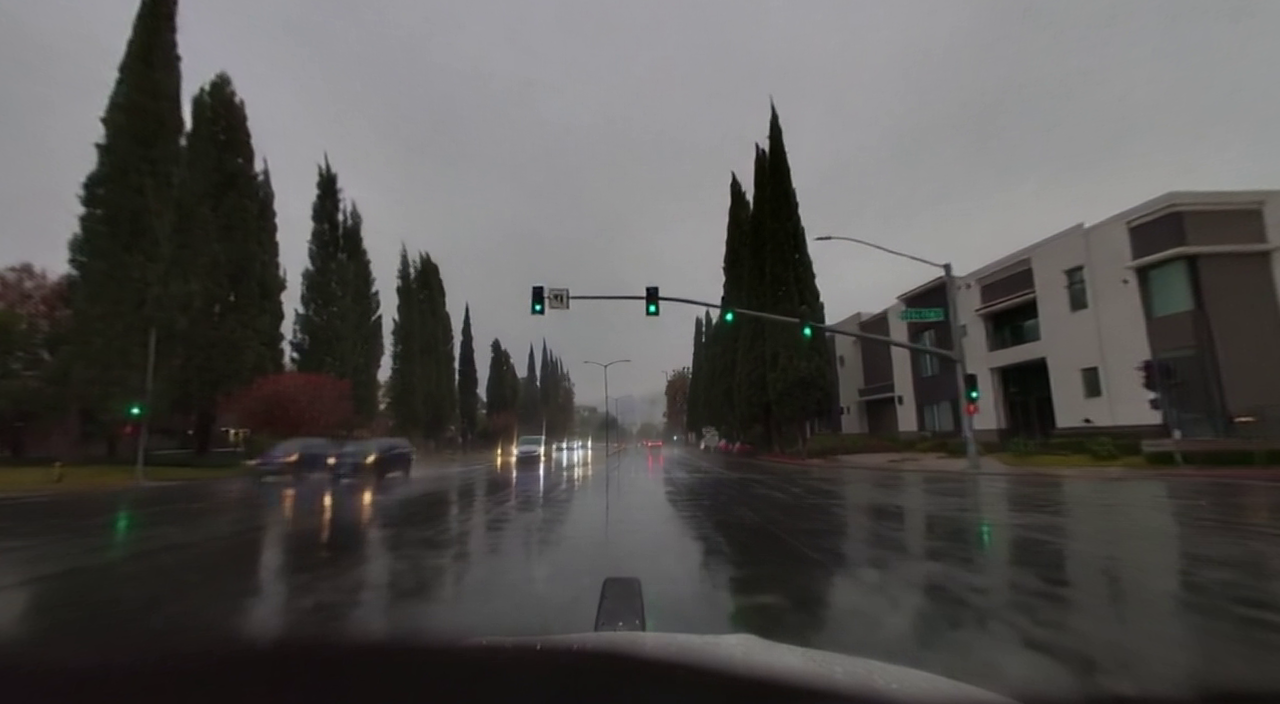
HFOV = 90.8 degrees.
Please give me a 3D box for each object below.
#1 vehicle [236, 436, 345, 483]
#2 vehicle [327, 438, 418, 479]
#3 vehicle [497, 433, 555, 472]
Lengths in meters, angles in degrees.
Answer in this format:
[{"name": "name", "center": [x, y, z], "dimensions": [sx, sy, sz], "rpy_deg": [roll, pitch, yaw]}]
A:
[{"name": "vehicle", "center": [-15.723, 4.829, 28.824], "dimensions": [2.164, 1.920, 4.896], "rpy_deg": [0, -8, 0]}, {"name": "vehicle", "center": [-11.861, 4.739, 28.406], "dimensions": [2.041, 1.654, 4.605], "rpy_deg": [0, -8, 0]}, {"name": "vehicle", "center": [-5.520, 4.928, 31.099], "dimensions": [2.098, 1.789, 4.338], "rpy_deg": [0, -9, -1]}]
